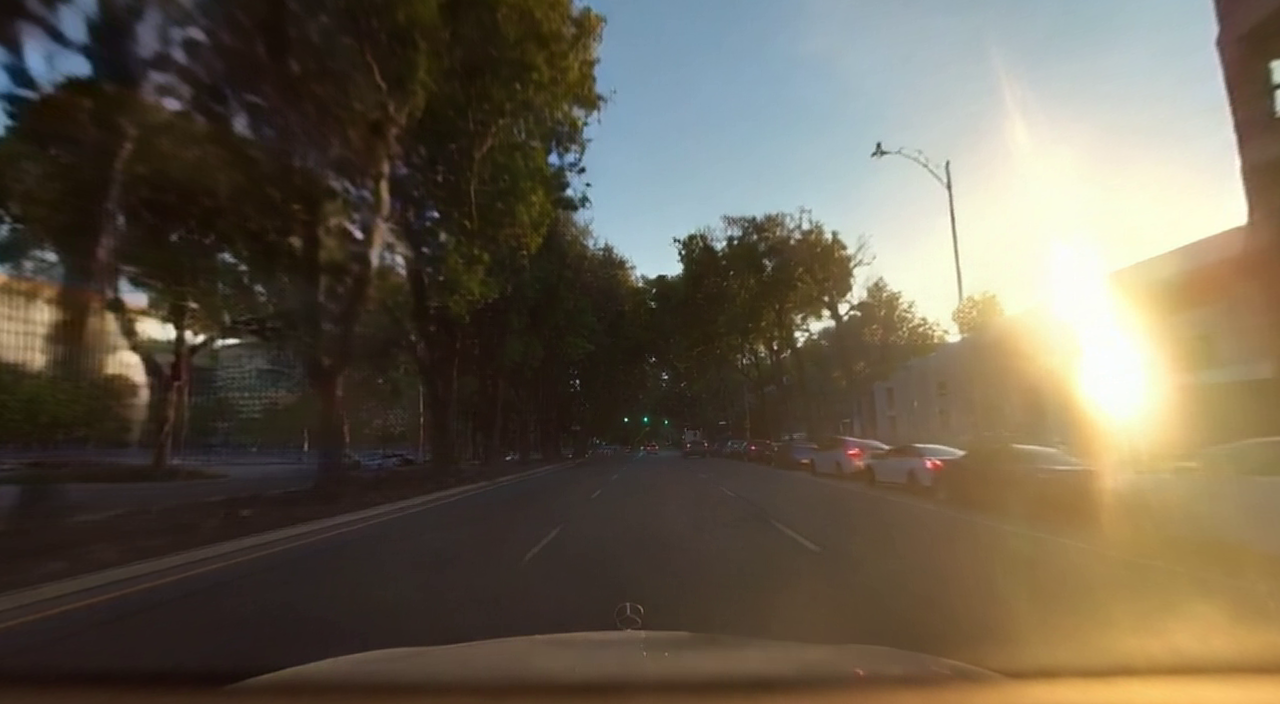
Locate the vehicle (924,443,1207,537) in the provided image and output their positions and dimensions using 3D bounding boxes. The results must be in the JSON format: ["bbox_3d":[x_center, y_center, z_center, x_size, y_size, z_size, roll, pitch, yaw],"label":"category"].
[{"bbox_3d":[7.319,2.387,11.641,2.093,1.365,4.566,0,-8,1],"label":"vehicle"}]

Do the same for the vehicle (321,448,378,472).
[{"bbox_3d":[-21.501,7.962,46.837,1.968,1.615,4.591,-1,-8,1],"label":"vehicle"}]

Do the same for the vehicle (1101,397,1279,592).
[{"bbox_3d":[7.207,1.371,6.051,1.974,1.876,4.842,-1,-8,2],"label":"vehicle"}]

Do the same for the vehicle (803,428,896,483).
[{"bbox_3d":[7.664,3.839,23.636,1.908,1.833,4.711,0,-8,1],"label":"vehicle"}]

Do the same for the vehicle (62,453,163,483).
[{"bbox_3d":[-29.079,6.370,34.957,1.879,1.518,4.165,-1,-8,1],"label":"vehicle"}]
